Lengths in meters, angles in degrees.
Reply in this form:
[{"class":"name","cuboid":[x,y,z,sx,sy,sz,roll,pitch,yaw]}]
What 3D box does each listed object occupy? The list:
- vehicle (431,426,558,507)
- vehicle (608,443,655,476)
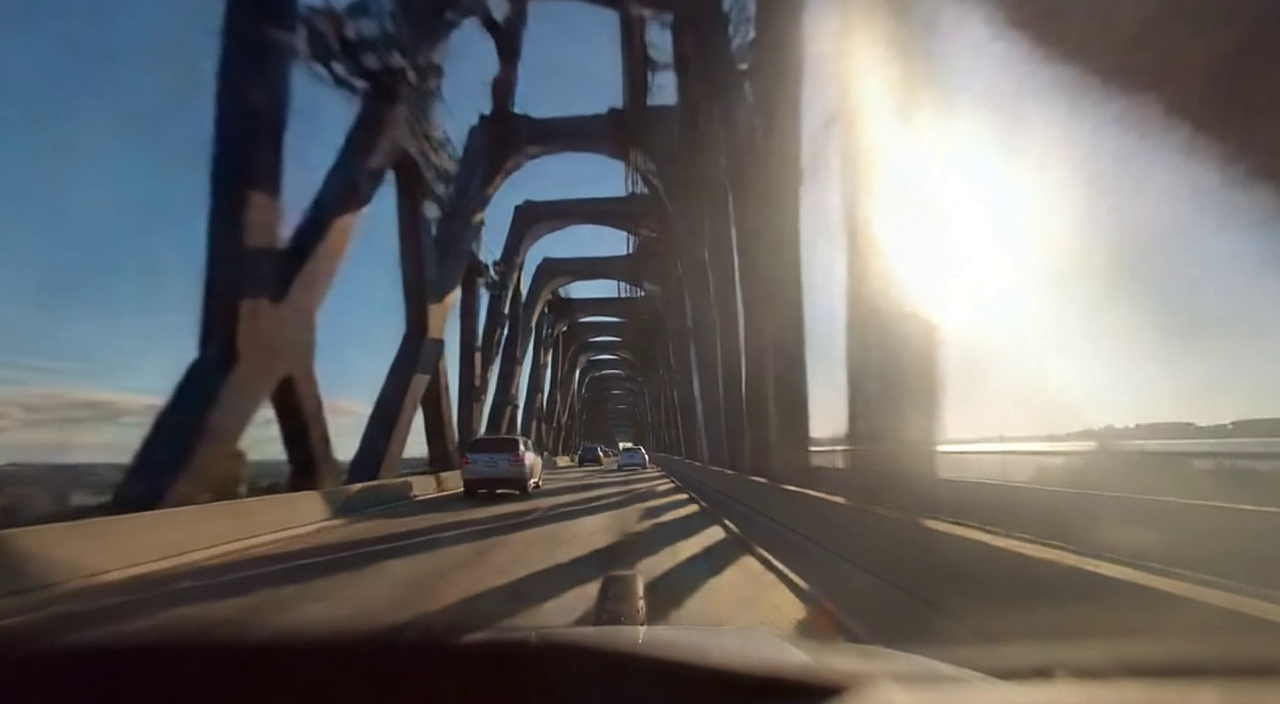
[{"class":"vehicle","cuboid":[-3.636,2.981,16.860,2.190,1.807,4.741,-1,-9,1]},{"class":"vehicle","cuboid":[-0.400,5.064,29.973,2.048,1.450,3.973,0,-9,-1]}]
